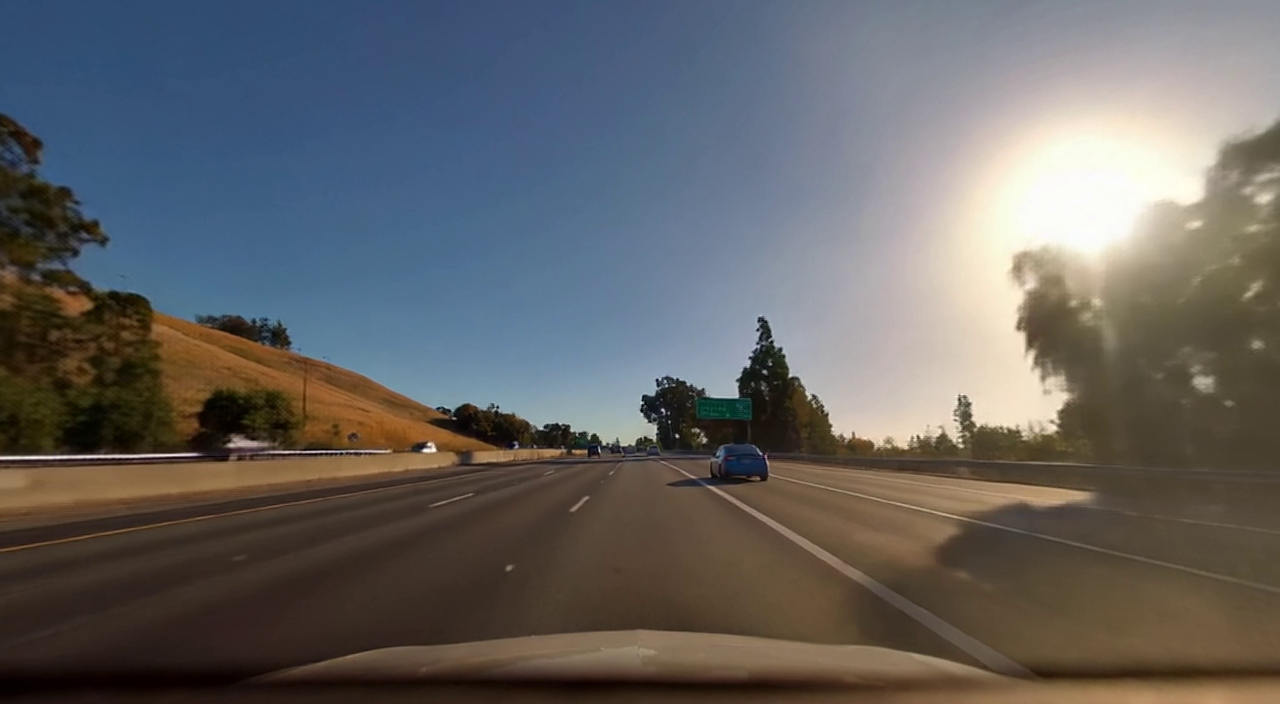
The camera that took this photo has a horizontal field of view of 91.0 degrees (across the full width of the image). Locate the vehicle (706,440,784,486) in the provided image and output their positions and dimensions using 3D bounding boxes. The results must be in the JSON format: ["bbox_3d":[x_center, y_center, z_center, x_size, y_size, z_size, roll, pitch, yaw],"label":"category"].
[{"bbox_3d":[3.710,4.032,23.112,2.033,1.501,4.398,0,-9,-1],"label":"vehicle"}]
